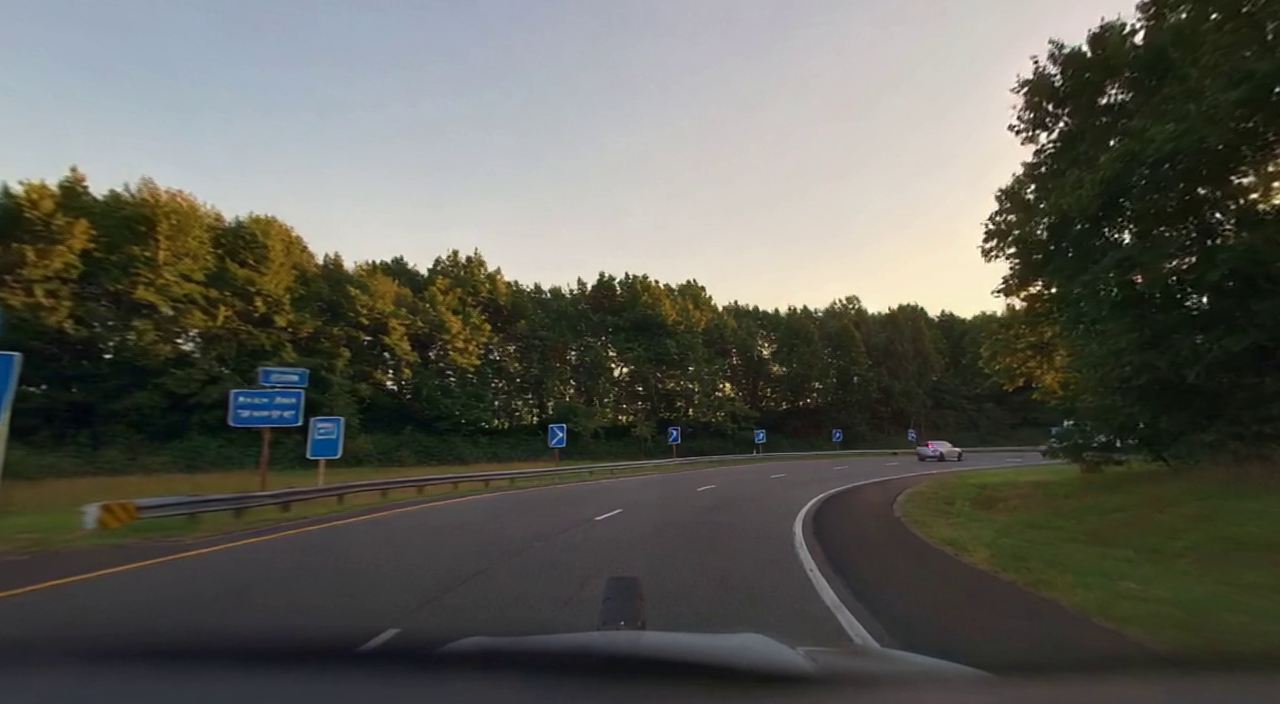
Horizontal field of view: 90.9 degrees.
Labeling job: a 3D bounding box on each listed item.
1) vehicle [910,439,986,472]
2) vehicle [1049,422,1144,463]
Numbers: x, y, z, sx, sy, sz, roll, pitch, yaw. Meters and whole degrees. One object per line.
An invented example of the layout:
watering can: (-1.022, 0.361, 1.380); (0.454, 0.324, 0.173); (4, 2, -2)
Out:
vehicle: (17.266, 5.764, 35.250); (4.325, 1.674, 2.221); (8, -12, -41)
vehicle: (33.068, 6.601, 45.694); (5.981, 2.823, 2.498); (3, -10, -21)
